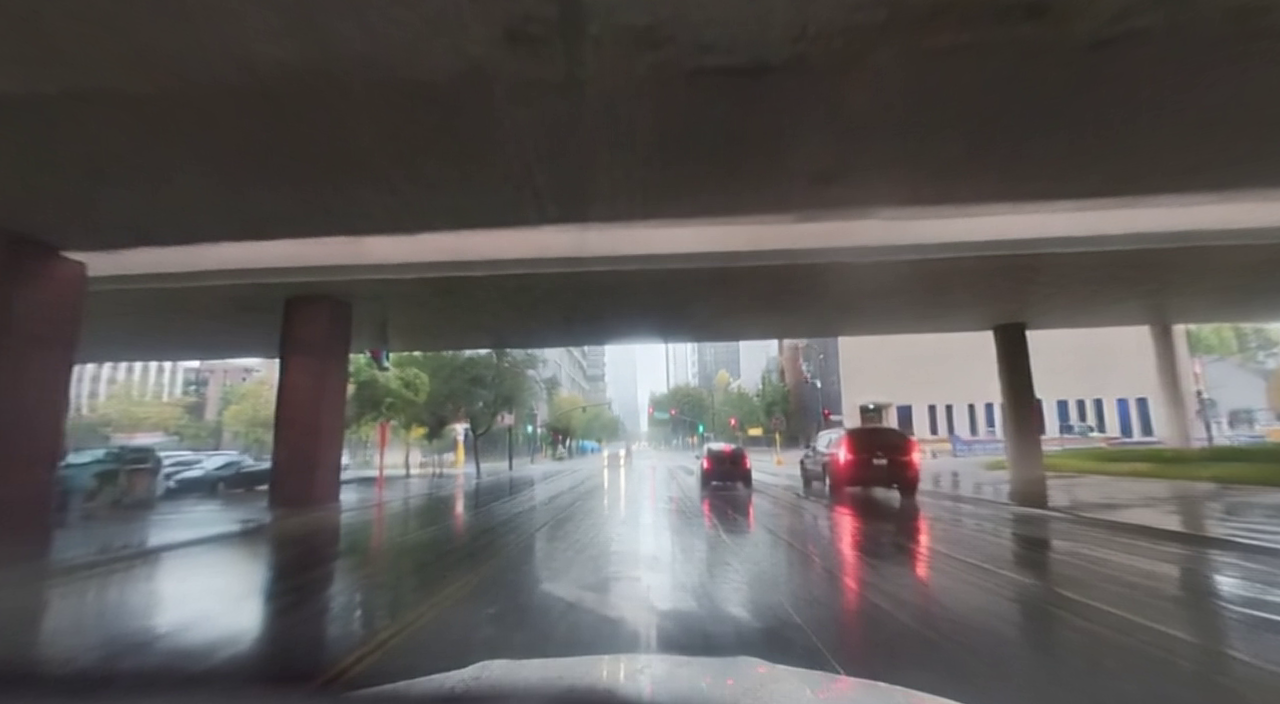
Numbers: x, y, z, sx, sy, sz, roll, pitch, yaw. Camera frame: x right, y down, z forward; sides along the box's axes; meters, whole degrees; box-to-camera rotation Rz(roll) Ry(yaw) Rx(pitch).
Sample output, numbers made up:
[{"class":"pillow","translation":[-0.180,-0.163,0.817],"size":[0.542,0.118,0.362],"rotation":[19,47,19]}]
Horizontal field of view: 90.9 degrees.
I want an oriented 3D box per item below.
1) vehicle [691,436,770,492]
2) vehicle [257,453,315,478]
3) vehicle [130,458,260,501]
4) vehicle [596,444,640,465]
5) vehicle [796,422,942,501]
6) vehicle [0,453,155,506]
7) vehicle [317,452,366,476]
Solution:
[{"class":"vehicle","translation":[2.776,3.527,20.173],"size":[1.947,1.576,3.825],"rotation":[0,-9,0]},{"class":"vehicle","translation":[-27.157,8.670,48.527],"size":[1.807,1.795,4.566],"rotation":[0,-9,0]},{"class":"vehicle","translation":[-17.749,5.085,25.464],"size":[1.985,1.505,4.275],"rotation":[-1,-9,2]},{"class":"vehicle","translation":[-1.794,8.025,49.366],"size":[2.099,1.562,4.037],"rotation":[3,-9,-23]},{"class":"vehicle","translation":[6.906,3.398,19.987],"size":[2.433,2.116,5.789],"rotation":[0,-9,0]},{"class":"vehicle","translation":[-24.491,5.366,27.141],"size":[2.299,1.953,5.864],"rotation":[-1,-9,3]},{"class":"vehicle","translation":[-22.844,8.576,48.406],"size":[1.757,1.699,3.854],"rotation":[0,-9,2]}]
